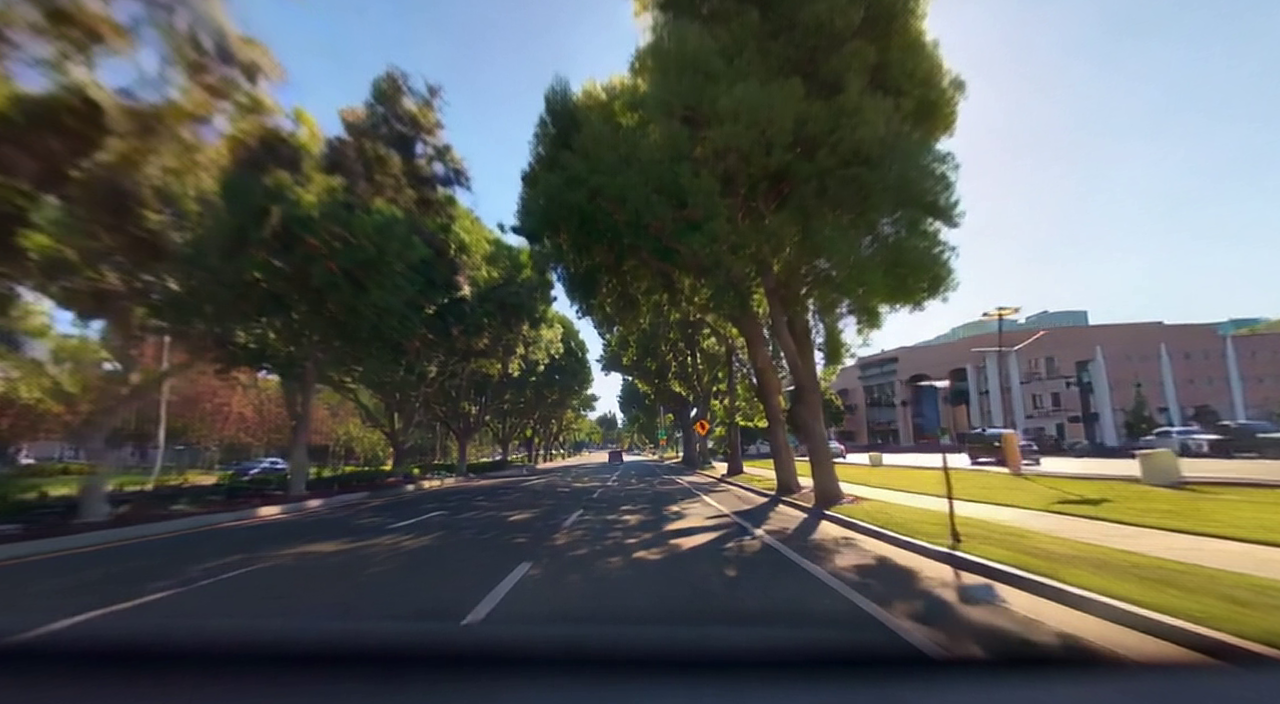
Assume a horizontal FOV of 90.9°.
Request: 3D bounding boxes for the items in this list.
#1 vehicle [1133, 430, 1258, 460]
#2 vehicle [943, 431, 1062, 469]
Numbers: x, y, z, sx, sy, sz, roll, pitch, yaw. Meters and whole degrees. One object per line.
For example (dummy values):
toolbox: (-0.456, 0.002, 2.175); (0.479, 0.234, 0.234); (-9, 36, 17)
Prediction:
vehicle: (29.029, 4.891, 33.100); (1.910, 1.451, 4.433); (5, -10, -32)
vehicle: (14.250, 3.877, 24.943); (3.641, 1.408, 1.584); (-1, -9, 2)
